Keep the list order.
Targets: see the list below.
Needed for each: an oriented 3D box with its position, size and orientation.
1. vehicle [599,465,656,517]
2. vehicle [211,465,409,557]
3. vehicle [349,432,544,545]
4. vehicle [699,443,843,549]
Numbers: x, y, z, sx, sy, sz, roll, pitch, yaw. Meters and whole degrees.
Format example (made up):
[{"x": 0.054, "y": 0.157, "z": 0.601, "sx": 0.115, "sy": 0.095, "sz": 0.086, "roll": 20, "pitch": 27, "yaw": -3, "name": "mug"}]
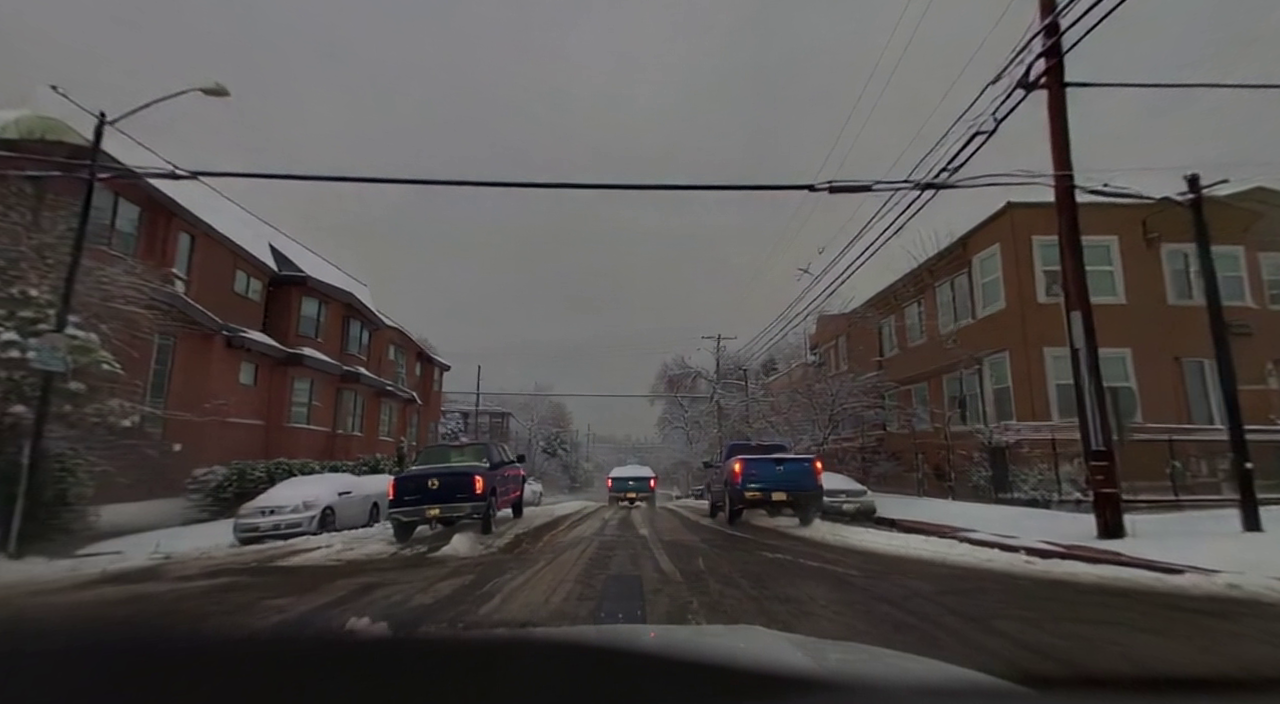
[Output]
[{"x": -0.472, "y": 6.199, "z": 27.826, "sx": 2.308, "sy": 1.940, "sz": 4.125, "roll": -1, "pitch": -16, "yaw": 1, "name": "vehicle"}, {"x": -6.665, "y": 3.207, "z": 13.429, "sx": 1.881, "sy": 1.464, "sz": 4.379, "roll": 0, "pitch": -8, "yaw": -1, "name": "vehicle"}, {"x": -3.682, "y": 2.848, "z": 13.610, "sx": 2.330, "sy": 1.859, "sz": 6.068, "roll": 0, "pitch": -11, "yaw": -1, "name": "vehicle"}, {"x": 2.634, "y": 3.002, "z": 14.046, "sx": 2.027, "sy": 1.907, "sz": 4.736, "roll": 0, "pitch": -8, "yaw": -2, "name": "vehicle"}]
